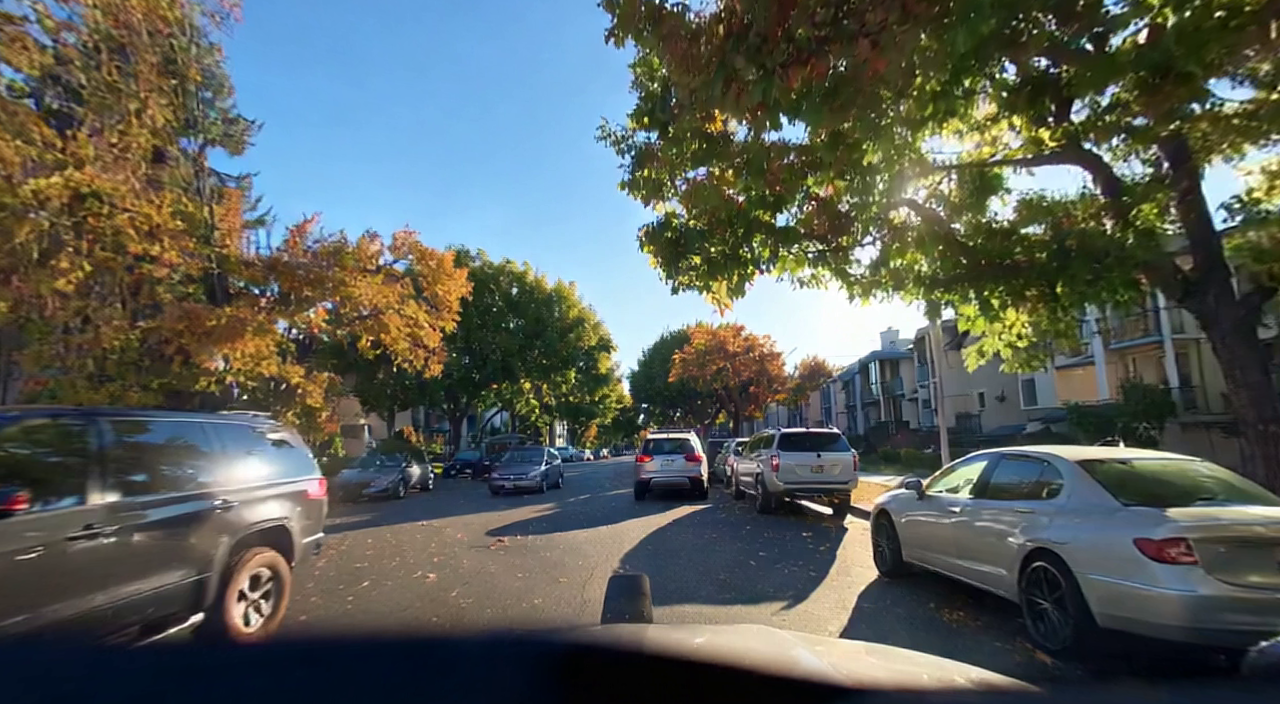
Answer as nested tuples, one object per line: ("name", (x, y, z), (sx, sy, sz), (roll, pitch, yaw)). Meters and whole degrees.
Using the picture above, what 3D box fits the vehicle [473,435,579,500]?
("vehicle", (-3.230, 3.391, 18.845), (2.018, 1.691, 3.995), (-1, -9, 7))

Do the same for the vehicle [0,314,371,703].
("vehicle", (-3.991, 0.932, 3.332), (2.548, 1.953, 5.946), (0, -9, 0))

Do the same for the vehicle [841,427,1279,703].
("vehicle", (3.394, 1.382, 5.128), (1.881, 1.403, 4.214), (0, -9, -4))

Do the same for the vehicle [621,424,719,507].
("vehicle", (0.603, 2.783, 15.929), (2.055, 1.717, 5.172), (0, -9, 0))

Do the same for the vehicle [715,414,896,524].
("vehicle", (3.057, 2.333, 13.109), (2.082, 1.799, 5.207), (0, -9, -3))

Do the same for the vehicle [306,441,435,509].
("vehicle", (-7.908, 3.607, 19.072), (2.002, 1.774, 4.568), (0, -9, -2))
